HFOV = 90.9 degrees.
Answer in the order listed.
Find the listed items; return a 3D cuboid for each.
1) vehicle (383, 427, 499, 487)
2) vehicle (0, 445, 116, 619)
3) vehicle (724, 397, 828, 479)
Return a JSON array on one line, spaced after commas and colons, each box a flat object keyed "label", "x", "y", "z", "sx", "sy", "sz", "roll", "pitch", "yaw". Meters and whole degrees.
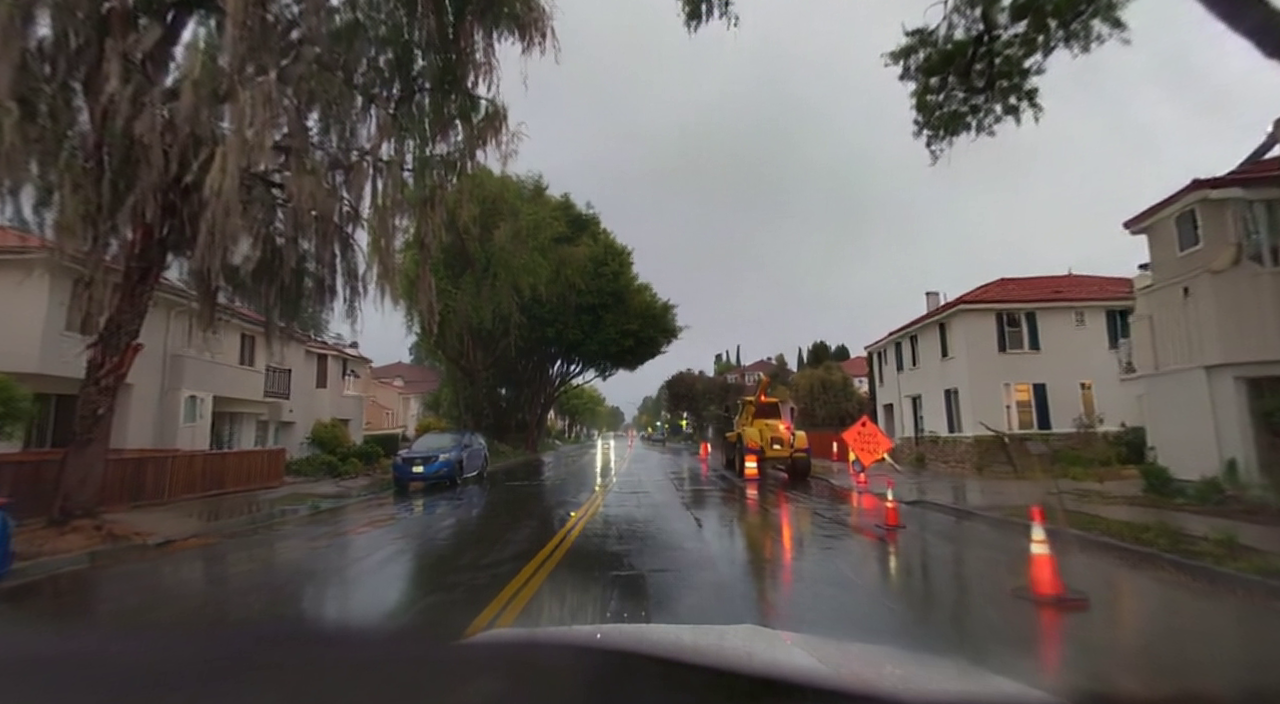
[{"label": "vehicle", "x": -6.460, "y": 3.485, "z": 21.173, "sx": 2.220, "sy": 1.765, "sz": 4.799, "roll": 0, "pitch": -9, "yaw": 1}, {"label": "vehicle", "x": -6.517, "y": 1.362, "z": 4.108, "sx": 1.974, "sy": 1.479, "sz": 4.888, "roll": 0, "pitch": -8, "yaw": 1}, {"label": "vehicle", "x": 4.606, "y": 3.002, "z": 21.956, "sx": 2.501, "sy": 2.613, "sz": 3.505, "roll": 1, "pitch": -8, "yaw": -6}]
